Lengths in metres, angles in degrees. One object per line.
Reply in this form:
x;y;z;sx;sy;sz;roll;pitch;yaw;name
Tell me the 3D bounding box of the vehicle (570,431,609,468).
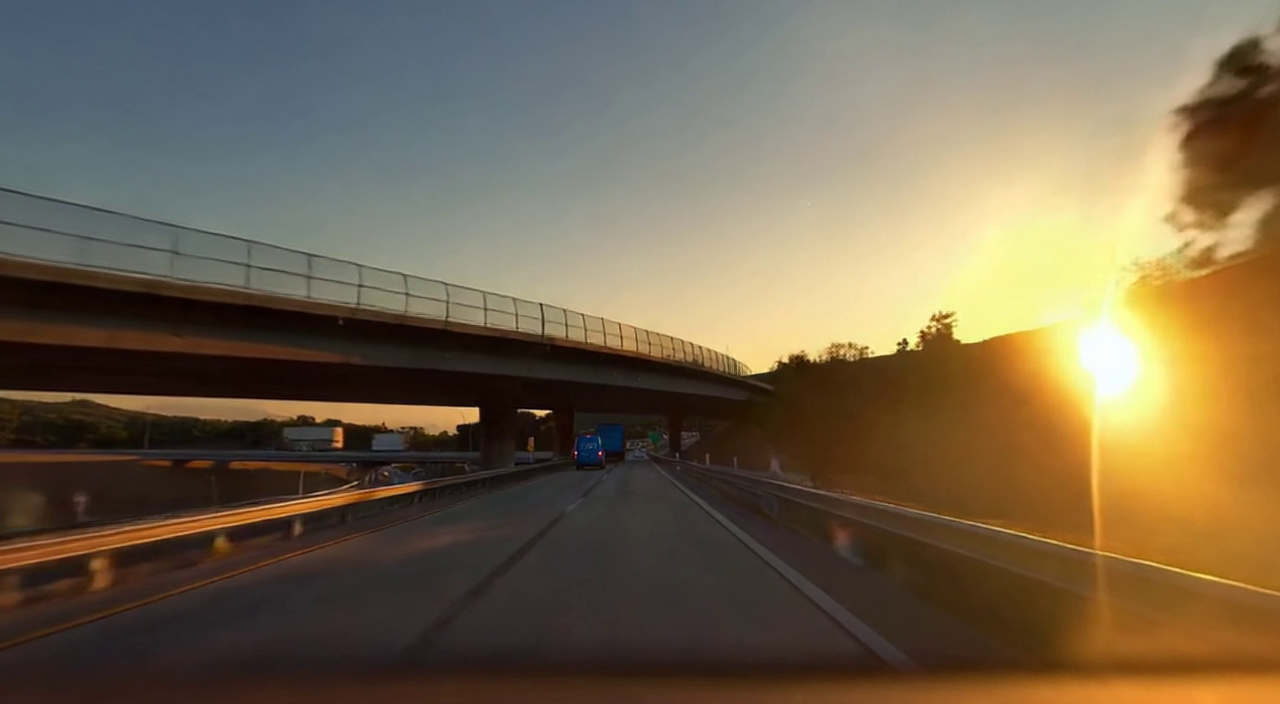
-3.773;7.495;48.300;2.463;2.640;7.034;0;-9;0;vehicle
